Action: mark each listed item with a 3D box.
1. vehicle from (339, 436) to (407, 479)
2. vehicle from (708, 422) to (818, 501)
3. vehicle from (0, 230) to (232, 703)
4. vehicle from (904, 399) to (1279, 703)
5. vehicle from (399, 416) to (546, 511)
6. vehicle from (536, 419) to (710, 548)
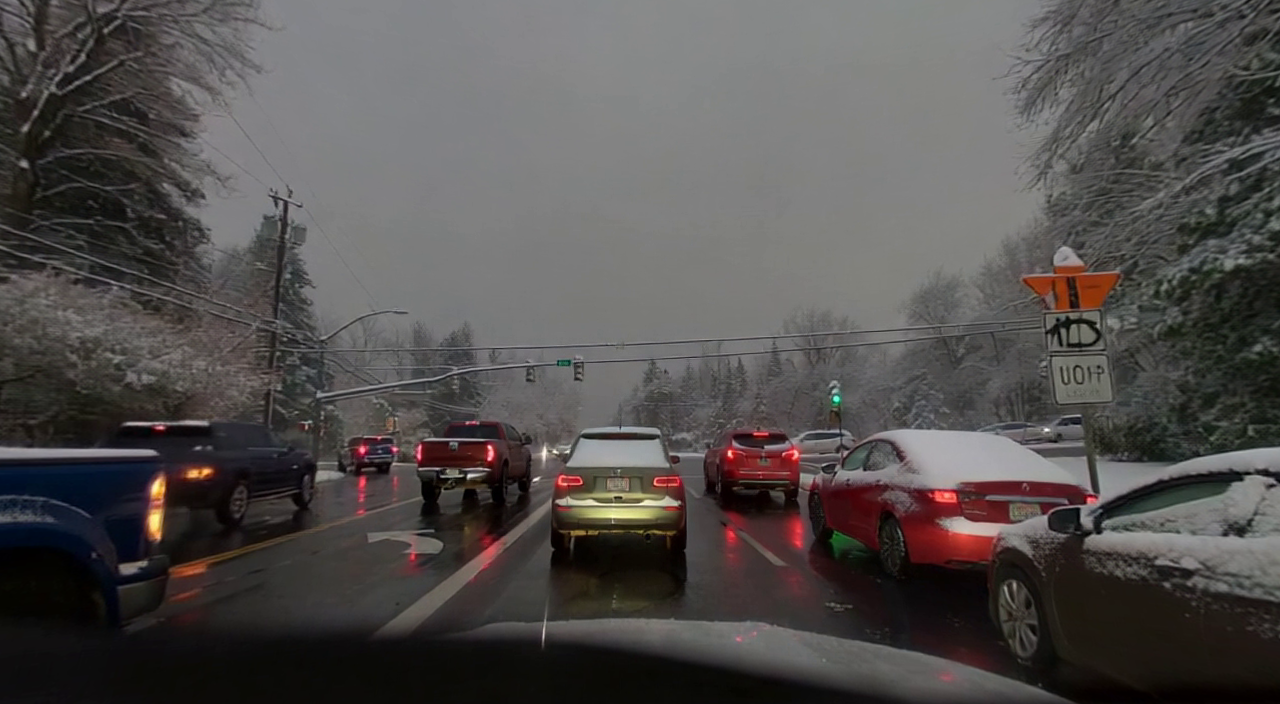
[{"bbox_3d":[-12.491,4.844,29.305,2.088,1.787,4.728,5,-10,-31],"label":"vehicle"},{"bbox_3d":[3.168,2.939,17.307,2.102,1.841,4.587,0,-8,0],"label":"vehicle"},{"bbox_3d":[-3.475,0.349,0.306,2.656,2.021,5.800,0,-8,0],"label":"vehicle"},{"bbox_3d":[3.015,0.966,2.522,1.874,1.477,4.698,0,-8,0],"label":"vehicle"},{"bbox_3d":[-3.628,2.522,14.668,2.089,1.857,4.488,0,-8,1],"label":"vehicle"},{"bbox_3d":[-0.222,1.937,9.879,2.194,1.607,3.690,0,-8,0],"label":"vehicle"}]
